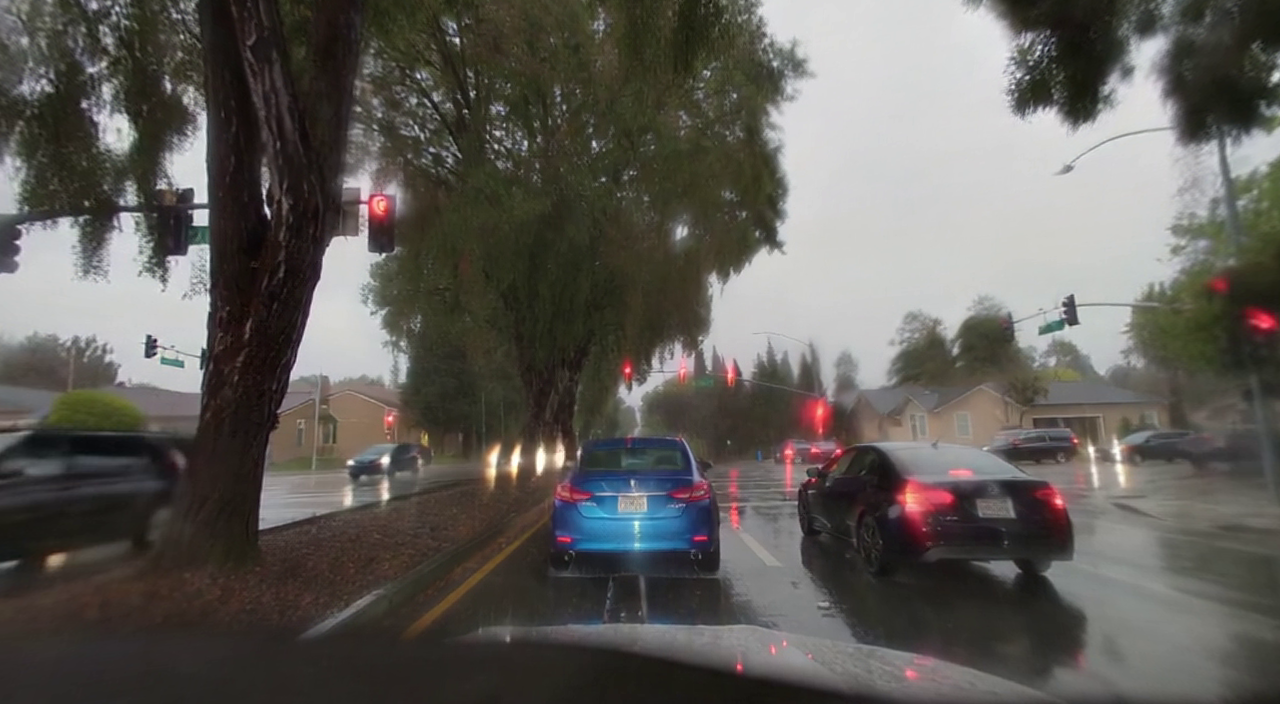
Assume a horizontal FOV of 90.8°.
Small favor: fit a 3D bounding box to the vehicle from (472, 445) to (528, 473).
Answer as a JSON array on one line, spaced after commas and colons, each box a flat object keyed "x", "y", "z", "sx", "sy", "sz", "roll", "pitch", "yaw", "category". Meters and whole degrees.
[{"x": -7.568, "y": 5.805, "z": 34.530, "sx": 2.040, "sy": 1.374, "sz": 4.150, "roll": 0, "pitch": -8, "yaw": 1, "category": "vehicle"}]

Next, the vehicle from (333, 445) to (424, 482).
[{"x": -11.449, "y": 4.881, "z": 28.028, "sx": 2.125, "sy": 1.476, "sz": 4.385, "roll": -1, "pitch": -8, "yaw": 0, "category": "vehicle"}]

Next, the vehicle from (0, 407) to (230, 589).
[{"x": -7.510, "y": 1.581, "z": 7.127, "sx": 2.383, "sy": 1.779, "sz": 4.973, "roll": 0, "pitch": -8, "yaw": 1, "category": "vehicle"}]

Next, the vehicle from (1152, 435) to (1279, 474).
[{"x": 25.395, "y": 4.334, "z": 26.812, "sx": 5.159, "sy": 1.600, "sz": 2.329, "roll": 0, "pitch": -9, "yaw": 2, "category": "vehicle"}]

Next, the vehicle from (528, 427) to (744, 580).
[{"x": -0.057, "y": 1.782, "z": 8.257, "sx": 2.103, "sy": 1.478, "sz": 4.073, "roll": 0, "pitch": -8, "yaw": 0, "category": "vehicle"}]

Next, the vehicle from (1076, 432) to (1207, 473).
[{"x": 23.978, "y": 4.796, "z": 30.337, "sx": 4.520, "sy": 1.762, "sz": 2.005, "roll": -1, "pitch": -8, "yaw": -1, "category": "vehicle"}]

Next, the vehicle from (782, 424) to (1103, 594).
[{"x": 3.177, "y": 1.717, "z": 7.764, "sx": 1.913, "sy": 1.505, "sz": 4.097, "roll": 0, "pitch": -8, "yaw": 0, "category": "vehicle"}]
